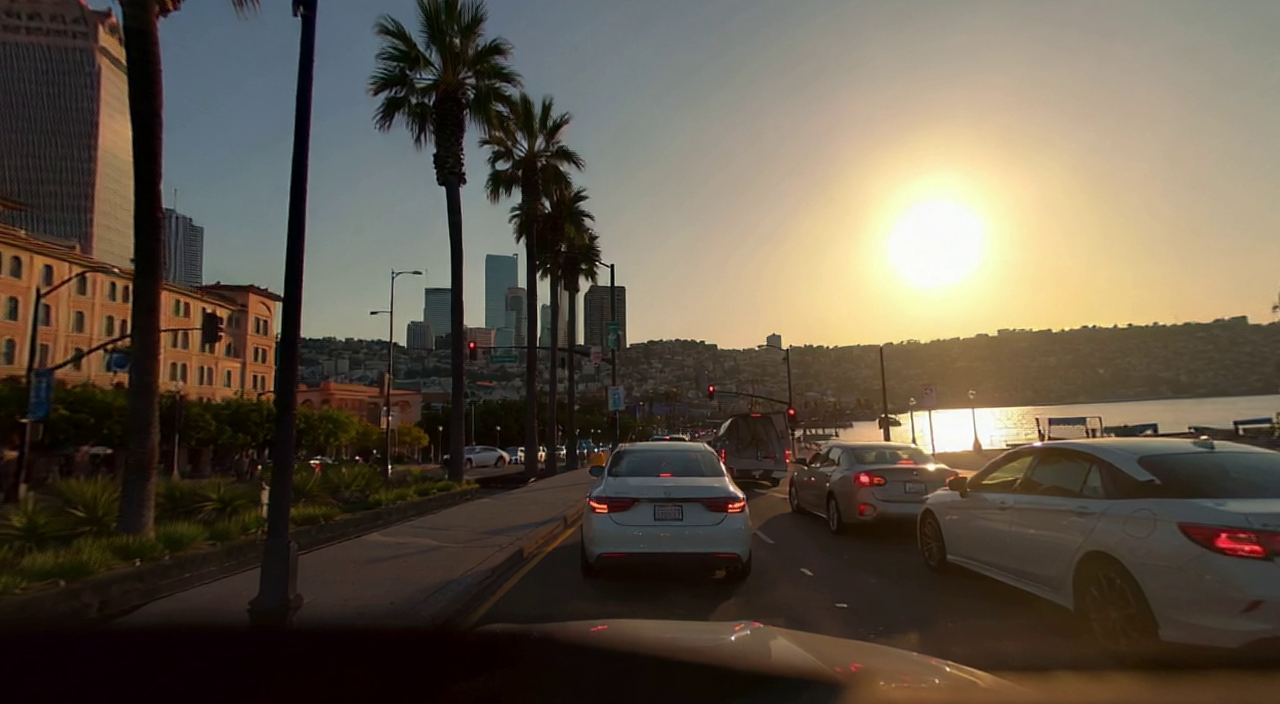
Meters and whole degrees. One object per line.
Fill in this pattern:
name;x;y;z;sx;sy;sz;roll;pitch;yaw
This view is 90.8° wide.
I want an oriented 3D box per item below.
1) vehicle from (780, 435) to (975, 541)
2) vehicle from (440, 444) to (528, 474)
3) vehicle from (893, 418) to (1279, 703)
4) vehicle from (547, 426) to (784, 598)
vehicle;3.889;2.287;11.308;1.920;1.490;4.417;-1;-9;2
vehicle;-8.908;6.119;36.280;2.022;1.604;4.495;-9;-12;43
vehicle;3.911;1.366;5.091;1.913;1.469;4.425;0;-9;0
vehicle;0.259;1.703;7.505;2.093;1.503;3.681;0;-9;1
